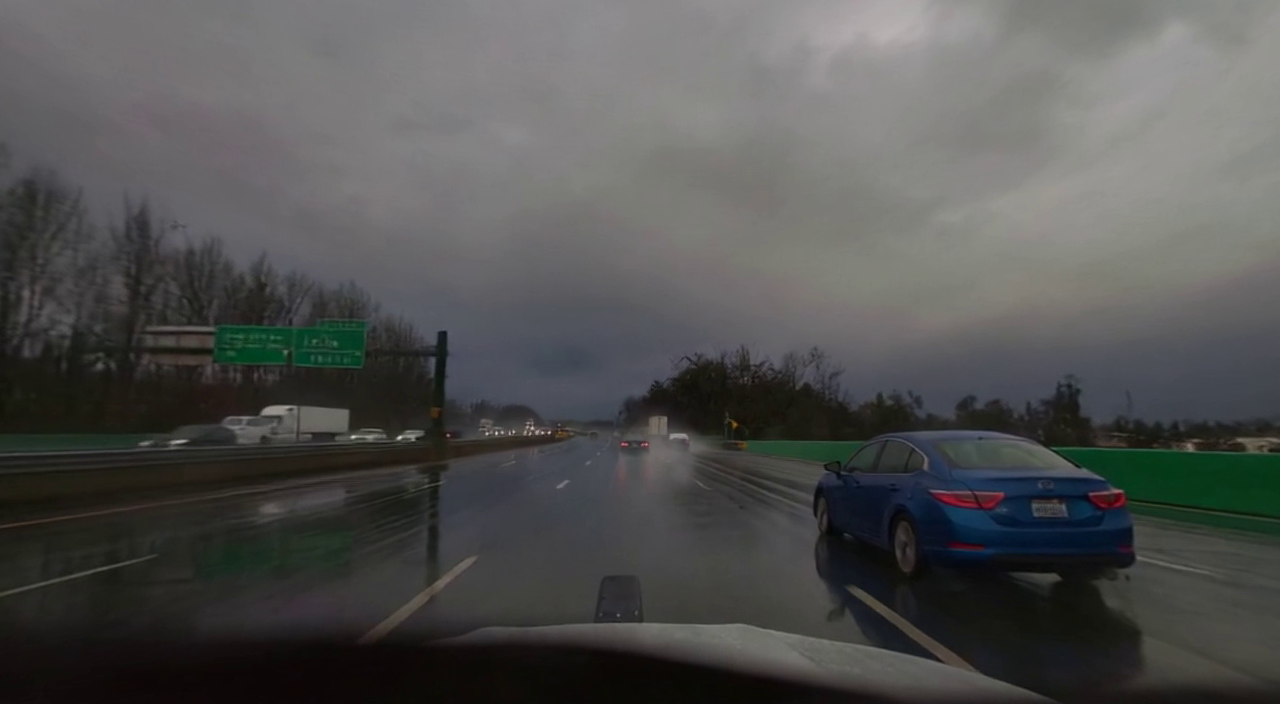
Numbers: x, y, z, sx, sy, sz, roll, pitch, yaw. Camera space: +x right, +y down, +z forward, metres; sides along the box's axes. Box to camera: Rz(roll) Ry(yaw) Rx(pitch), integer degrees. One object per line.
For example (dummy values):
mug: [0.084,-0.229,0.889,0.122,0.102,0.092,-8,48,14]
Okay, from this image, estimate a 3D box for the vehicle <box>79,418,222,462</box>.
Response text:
vehicle: [-18.484,3.362,24.063,1.976,1.523,4.359,0,-8,-1]
